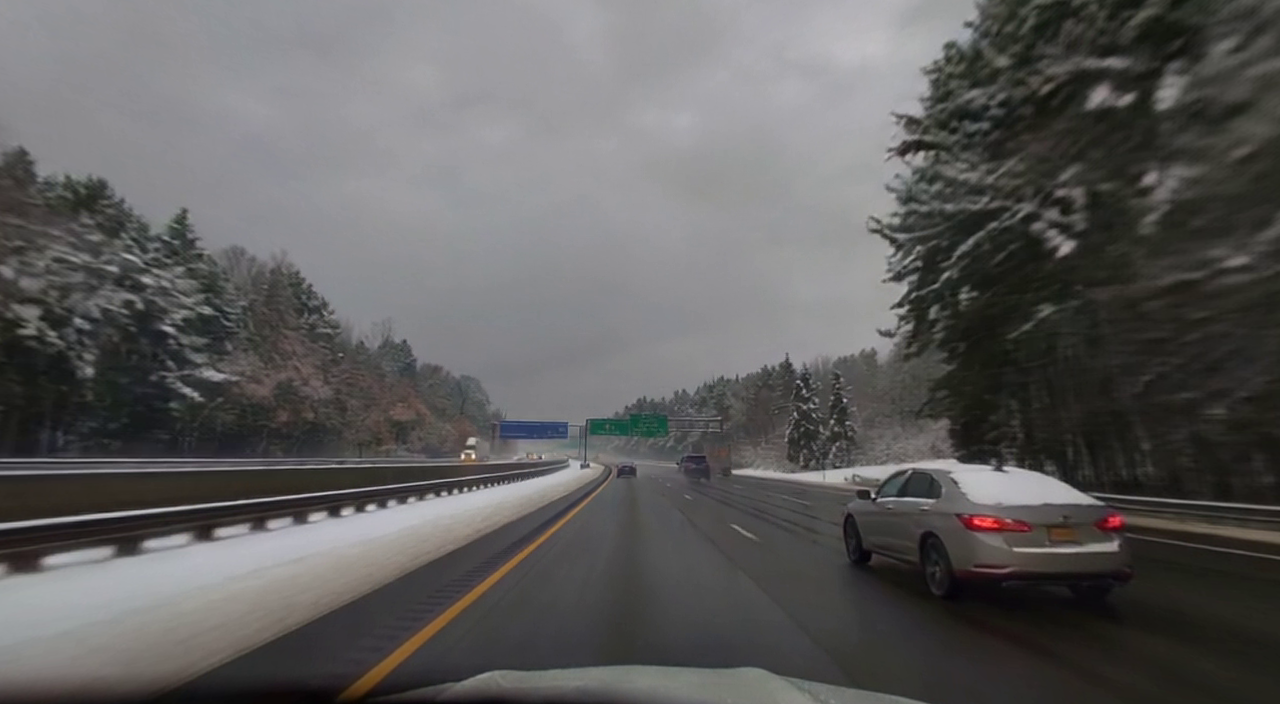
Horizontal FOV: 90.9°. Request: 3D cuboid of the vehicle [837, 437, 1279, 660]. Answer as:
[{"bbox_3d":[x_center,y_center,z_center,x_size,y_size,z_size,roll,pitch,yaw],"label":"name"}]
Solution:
[{"bbox_3d":[3.967,1.897,6.997,2.132,1.662,4.180,1,-10,-1],"label":"vehicle"}]
